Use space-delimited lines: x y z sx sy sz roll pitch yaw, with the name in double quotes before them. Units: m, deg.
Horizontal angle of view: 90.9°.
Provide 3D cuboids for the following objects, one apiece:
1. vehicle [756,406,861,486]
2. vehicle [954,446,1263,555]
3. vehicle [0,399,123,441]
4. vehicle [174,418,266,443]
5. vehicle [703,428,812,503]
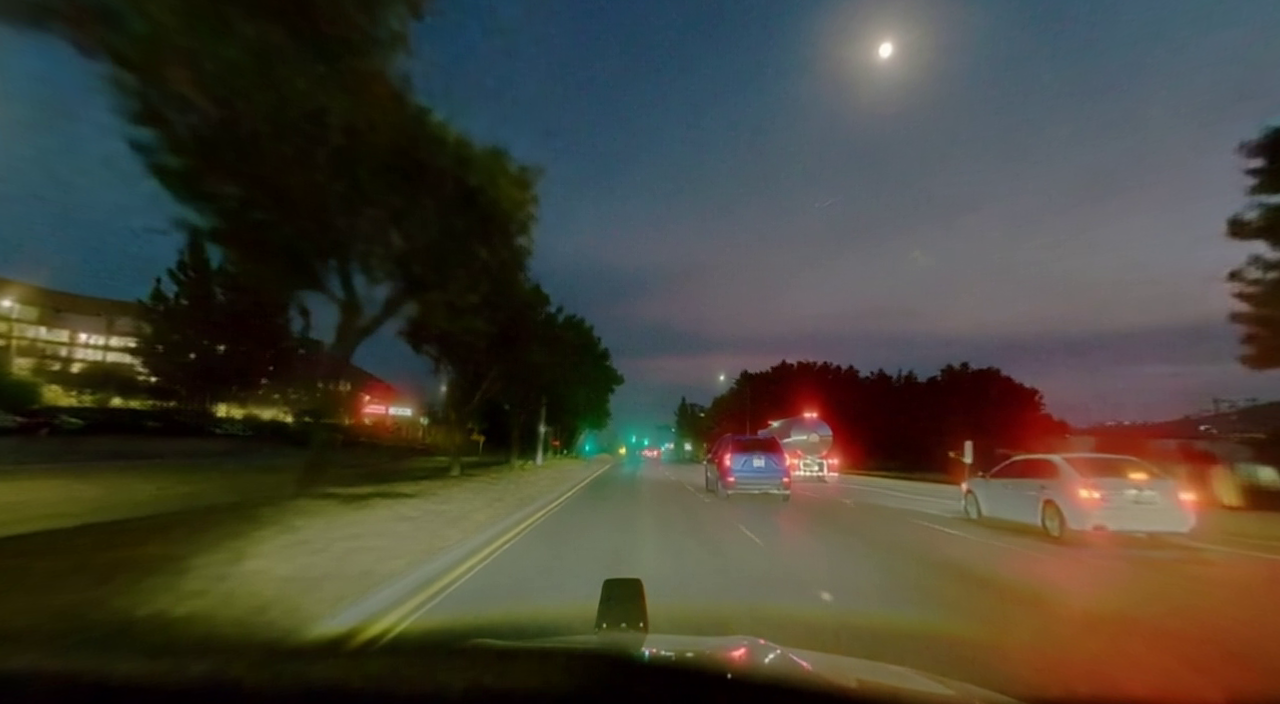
"vehicle" 7.445 4.287 28.836 2.849 3.207 6.275 1 -9 -2
"vehicle" 7.563 2.382 10.893 1.966 1.476 4.270 1 -9 -2
"vehicle" -29.098 3.418 31.564 4.573 1.751 2.109 3 -7 5
"vehicle" -28.189 5.307 42.392 4.723 1.592 1.994 0 -9 0
"vehicle" 2.978 3.010 17.092 2.045 1.729 4.532 0 -9 -1
